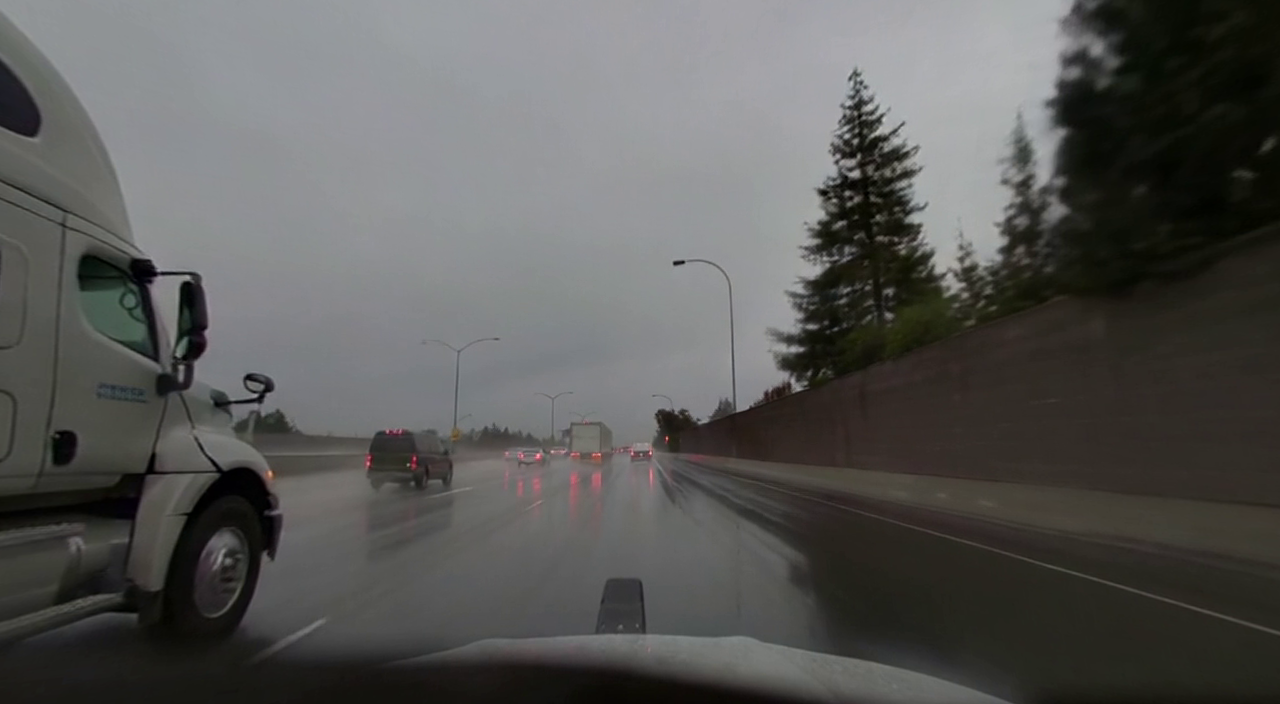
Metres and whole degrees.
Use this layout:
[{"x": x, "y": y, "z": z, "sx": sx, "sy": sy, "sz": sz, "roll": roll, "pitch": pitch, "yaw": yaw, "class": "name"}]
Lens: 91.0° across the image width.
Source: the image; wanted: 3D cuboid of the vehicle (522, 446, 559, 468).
[{"x": -7.175, "y": 7.635, "z": 45.822, "sx": 1.962, "sy": 1.489, "sz": 4.002, "roll": 0, "pitch": -9, "yaw": 1, "class": "vehicle"}]

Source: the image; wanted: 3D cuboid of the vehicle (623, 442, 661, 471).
[{"x": 0.129, "y": 6.292, "z": 38.224, "sx": 2.178, "sy": 1.640, "sz": 4.071, "roll": 0, "pitch": -9, "yaw": 1, "class": "vehicle"}]

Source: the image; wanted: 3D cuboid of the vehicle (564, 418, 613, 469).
[{"x": -3.567, "y": 6.696, "z": 46.002, "sx": 2.956, "sy": 3.331, "sz": 9.575, "roll": 0, "pitch": -9, "yaw": -1, "class": "vehicle"}]

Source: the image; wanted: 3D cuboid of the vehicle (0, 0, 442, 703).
[{"x": -3.676, "y": 0.079, "z": 1.833, "sx": 3.025, "sy": 3.266, "sz": 9.256, "roll": 0, "pitch": -9, "yaw": 1, "class": "vehicle"}]
